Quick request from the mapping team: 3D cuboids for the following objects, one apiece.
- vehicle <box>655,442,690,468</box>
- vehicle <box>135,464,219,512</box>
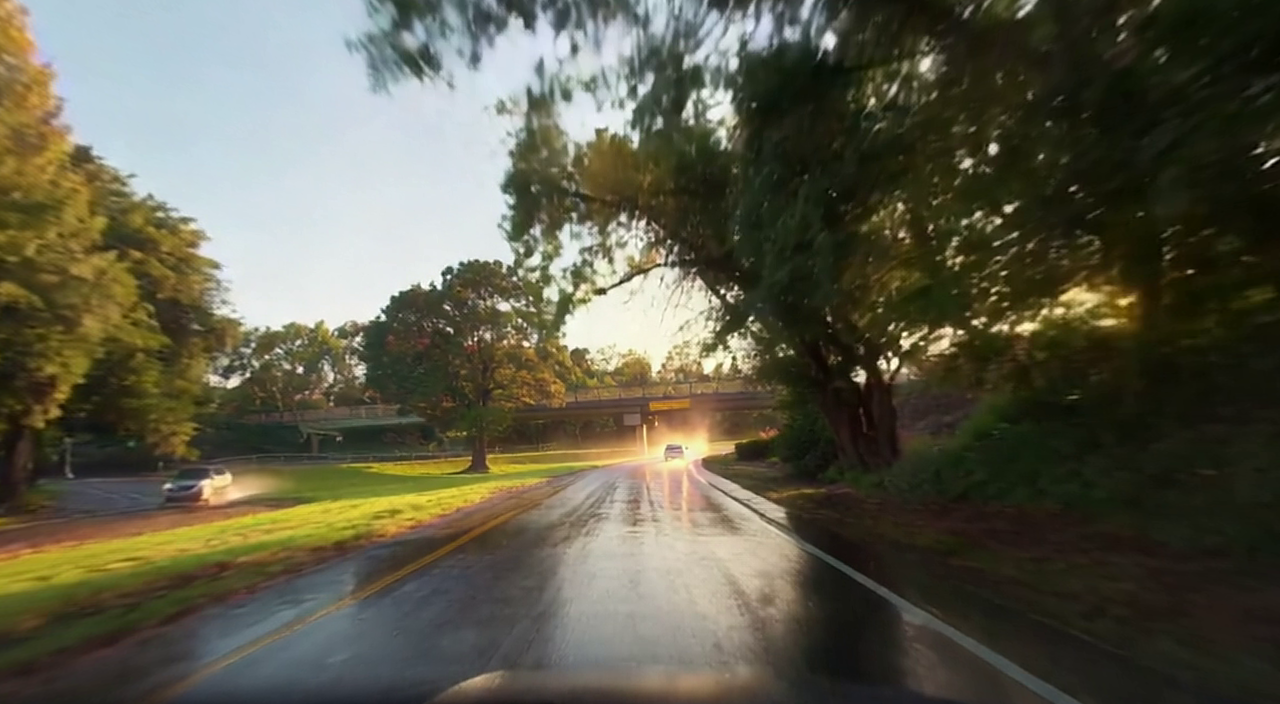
[{"bbox_3d":[1.962,6.125,37.518,1.980,1.449,3.650,-1,-9,4],"label":"vehicle"},{"bbox_3d":[-18.414,5.380,25.216,1.877,1.603,4.215,4,-10,-25],"label":"vehicle"}]
